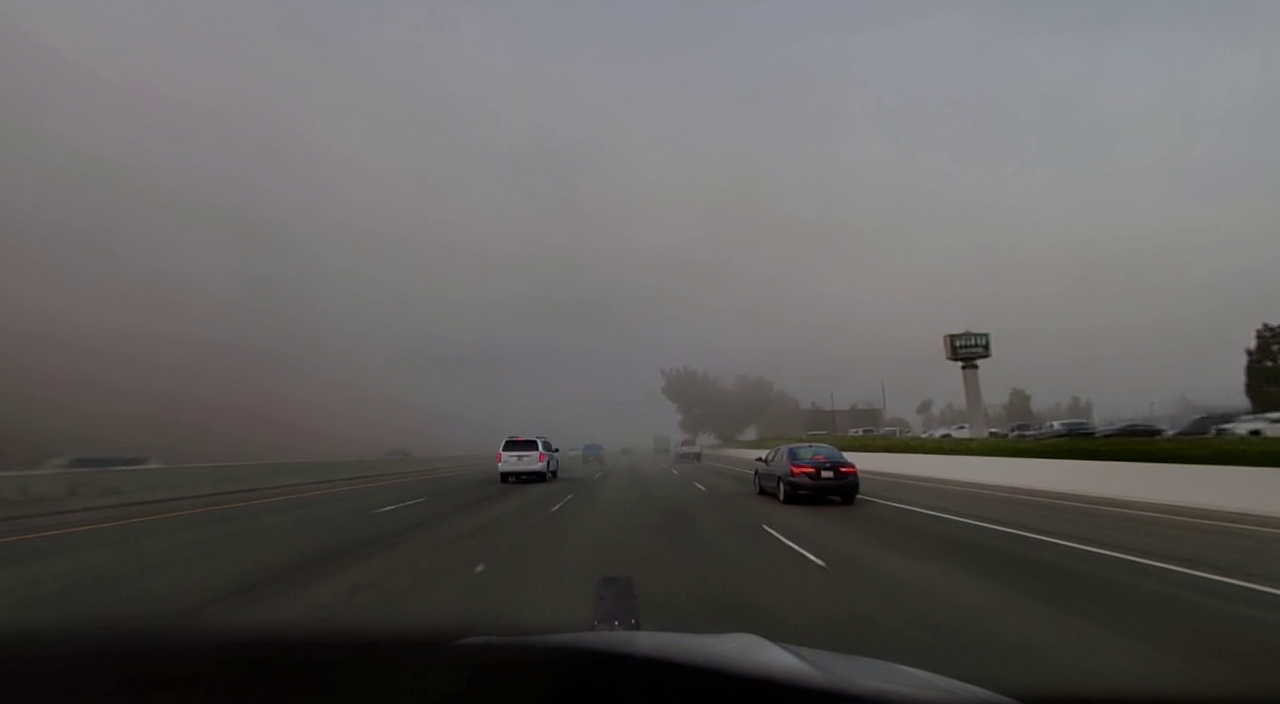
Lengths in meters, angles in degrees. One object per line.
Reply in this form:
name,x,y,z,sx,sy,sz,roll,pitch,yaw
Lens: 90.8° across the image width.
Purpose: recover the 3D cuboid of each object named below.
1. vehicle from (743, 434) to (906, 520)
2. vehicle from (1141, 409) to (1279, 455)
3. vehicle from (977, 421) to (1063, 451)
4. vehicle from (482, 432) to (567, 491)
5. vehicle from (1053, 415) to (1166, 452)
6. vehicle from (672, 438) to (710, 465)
vehicle,3.667,2.573,13.599,1.957,1.510,4.643,0,-8,-2
vehicle,27.689,3.922,30.387,2.212,1.977,5.953,-1,-9,-1
vehicle,27.394,6.165,45.904,2.176,1.975,6.444,-1,-9,-1
vehicle,-3.758,3.657,21.400,1.987,1.765,4.508,0,-8,0
vehicle,27.640,4.940,37.572,2.088,1.999,5.981,-1,-9,0
vehicle,3.597,7.130,45.352,2.198,1.807,4.530,0,-9,-2
